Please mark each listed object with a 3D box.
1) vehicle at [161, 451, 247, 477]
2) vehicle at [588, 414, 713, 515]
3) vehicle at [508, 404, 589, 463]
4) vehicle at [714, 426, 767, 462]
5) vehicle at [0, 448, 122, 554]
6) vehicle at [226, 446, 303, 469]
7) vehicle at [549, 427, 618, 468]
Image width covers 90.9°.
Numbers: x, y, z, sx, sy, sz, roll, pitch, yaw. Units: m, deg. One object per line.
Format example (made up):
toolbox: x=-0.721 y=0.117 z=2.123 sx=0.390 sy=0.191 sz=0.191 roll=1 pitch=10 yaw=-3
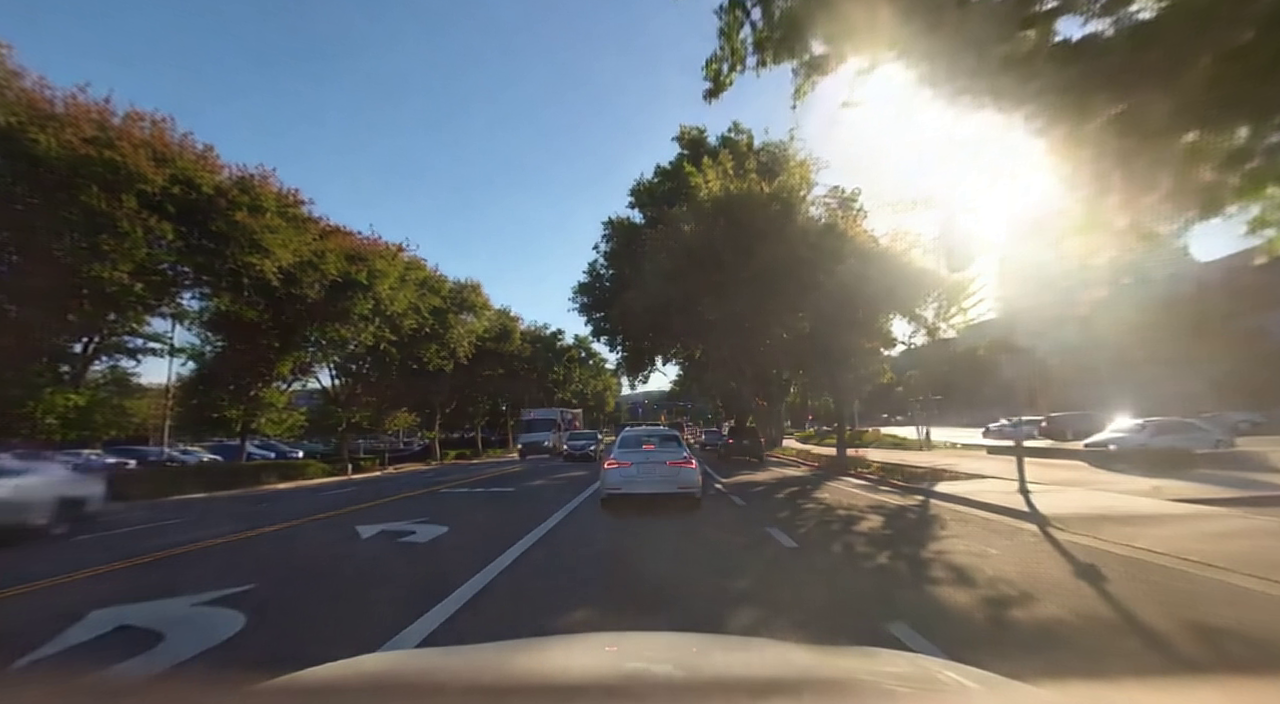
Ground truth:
vehicle: x=-26.761 y=6.864 z=38.758 sx=4.260 sy=1.498 sz=1.769 roll=-2 pitch=-8 yaw=9
vehicle: x=0.208 y=2.235 z=13.005 sx=2.154 sy=1.710 sz=4.128 roll=-1 pitch=-8 yaw=1
vehicle: x=-5.680 y=5.369 z=41.110 sx=2.961 sy=3.316 sz=9.483 roll=-1 pitch=-8 yaw=6
vehicle: x=5.219 y=4.862 z=33.375 sx=2.155 sy=1.786 sz=4.459 roll=-1 pitch=-8 yaw=2
vehicle: x=-10.158 y=2.124 z=8.815 sx=1.909 sy=1.471 sz=4.502 roll=-1 pitch=-8 yaw=2
vehicle: x=-26.223 y=7.393 z=44.109 sx=4.398 sy=1.532 sz=1.769 roll=-2 pitch=-8 yaw=8
vehicle: x=-2.610 y=4.578 z=30.395 sx=2.057 sy=1.786 sz=4.725 roll=-2 pitch=-8 yaw=11
